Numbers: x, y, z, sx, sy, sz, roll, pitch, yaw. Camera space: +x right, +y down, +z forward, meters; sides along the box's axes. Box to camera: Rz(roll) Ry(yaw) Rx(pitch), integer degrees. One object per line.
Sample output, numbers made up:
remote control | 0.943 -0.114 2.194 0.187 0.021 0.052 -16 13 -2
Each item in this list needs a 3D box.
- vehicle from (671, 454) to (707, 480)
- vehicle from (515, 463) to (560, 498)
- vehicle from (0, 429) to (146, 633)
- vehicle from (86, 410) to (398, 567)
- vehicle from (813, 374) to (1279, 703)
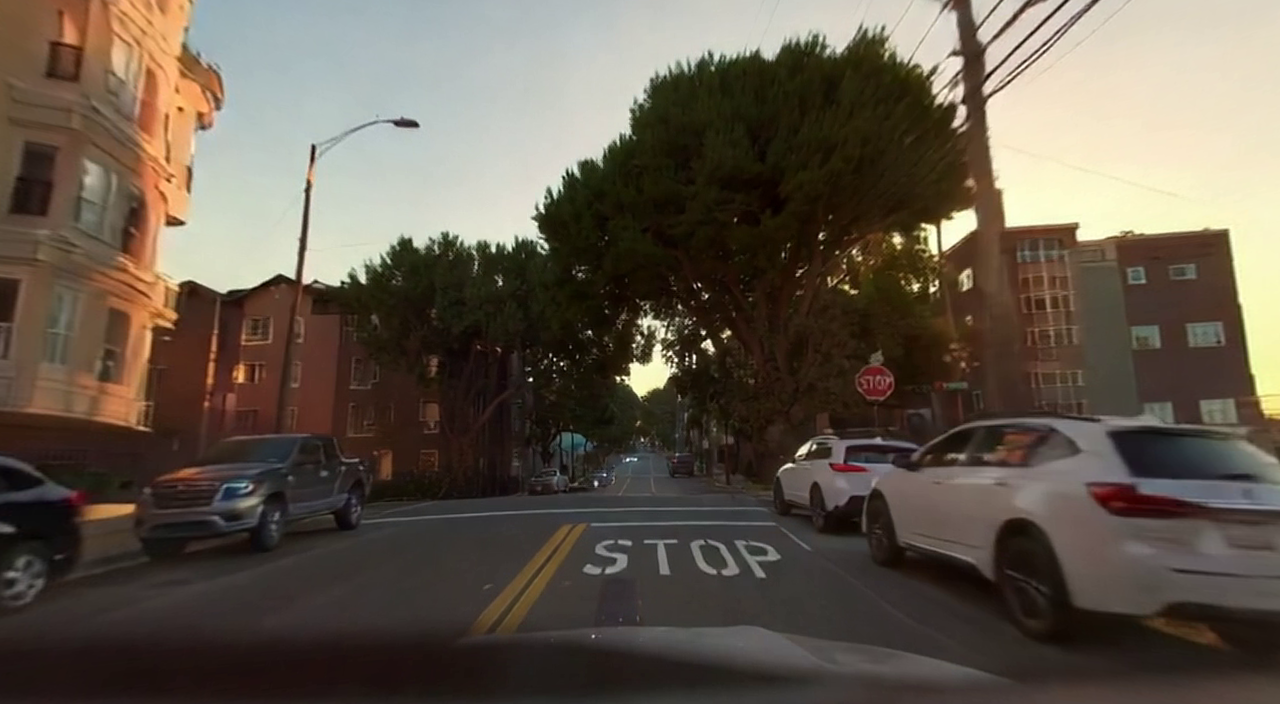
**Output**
vehicle | 3.383 8.052 44.425 2.051 1.526 4.673 0 -7 -2
vehicle | -5.887 7.427 36.797 1.987 1.662 4.141 -2 -8 -1
vehicle | -6.283 1.396 4.460 2.069 1.647 4.359 -2 -8 0
vehicle | -6.120 2.204 10.752 2.076 1.913 5.060 -3 -10 -1
vehicle | 3.341 1.291 5.417 2.154 1.699 4.591 0 -8 -4
